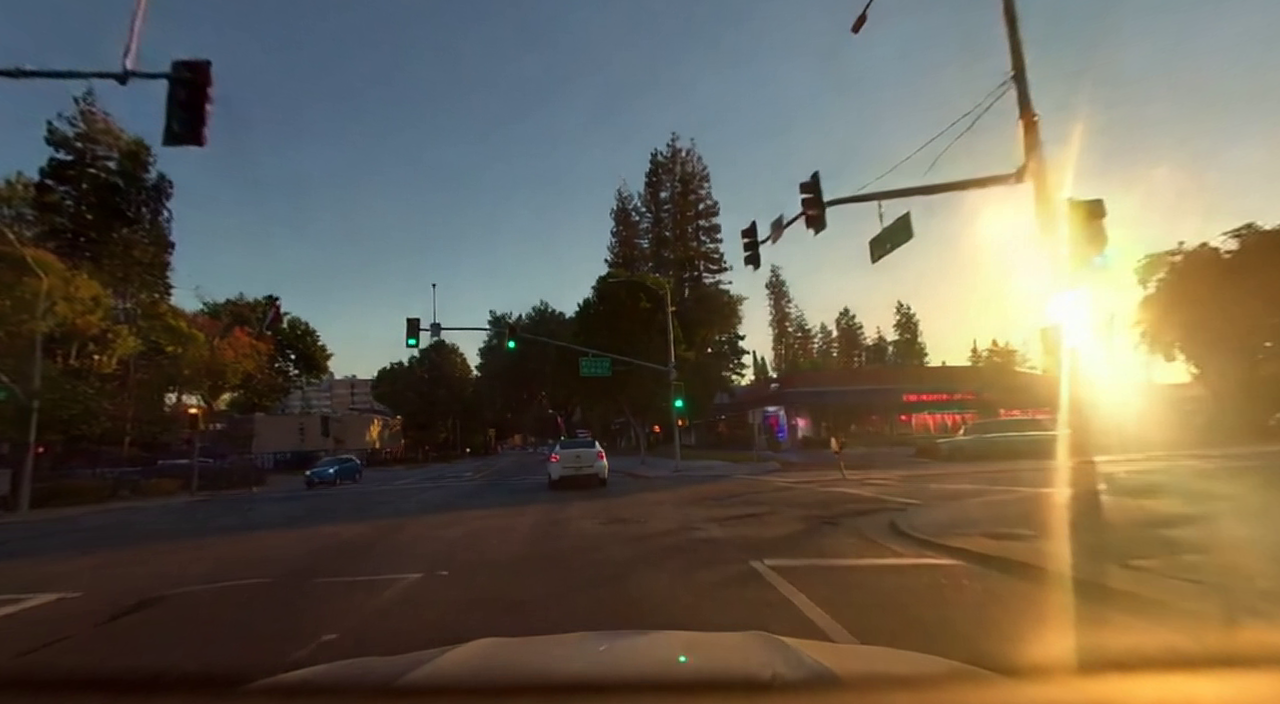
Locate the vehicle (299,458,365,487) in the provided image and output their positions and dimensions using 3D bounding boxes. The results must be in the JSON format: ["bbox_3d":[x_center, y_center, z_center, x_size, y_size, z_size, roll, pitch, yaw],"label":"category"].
[{"bbox_3d":[-17.881,6.982,36.930,1.873,1.483,4.657,0,-8,-5],"label":"vehicle"}]

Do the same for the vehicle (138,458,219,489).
[{"bbox_3d":[-28.224,7.425,38.812,2.142,1.671,4.083,1,-9,-7],"label":"vehicle"}]

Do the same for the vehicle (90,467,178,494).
[{"bbox_3d":[-31.656,8.032,39.716,2.004,1.479,4.230,0,-9,0],"label":"vehicle"}]

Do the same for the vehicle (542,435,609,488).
[{"bbox_3d":[-2.360,3.939,23.034,2.227,1.733,3.930,1,-8,-6],"label":"vehicle"}]

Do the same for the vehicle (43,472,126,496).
[{"bbox_3d":[-38.540,9.164,43.930,3.894,1.446,1.760,1,-9,-9],"label":"vehicle"}]
